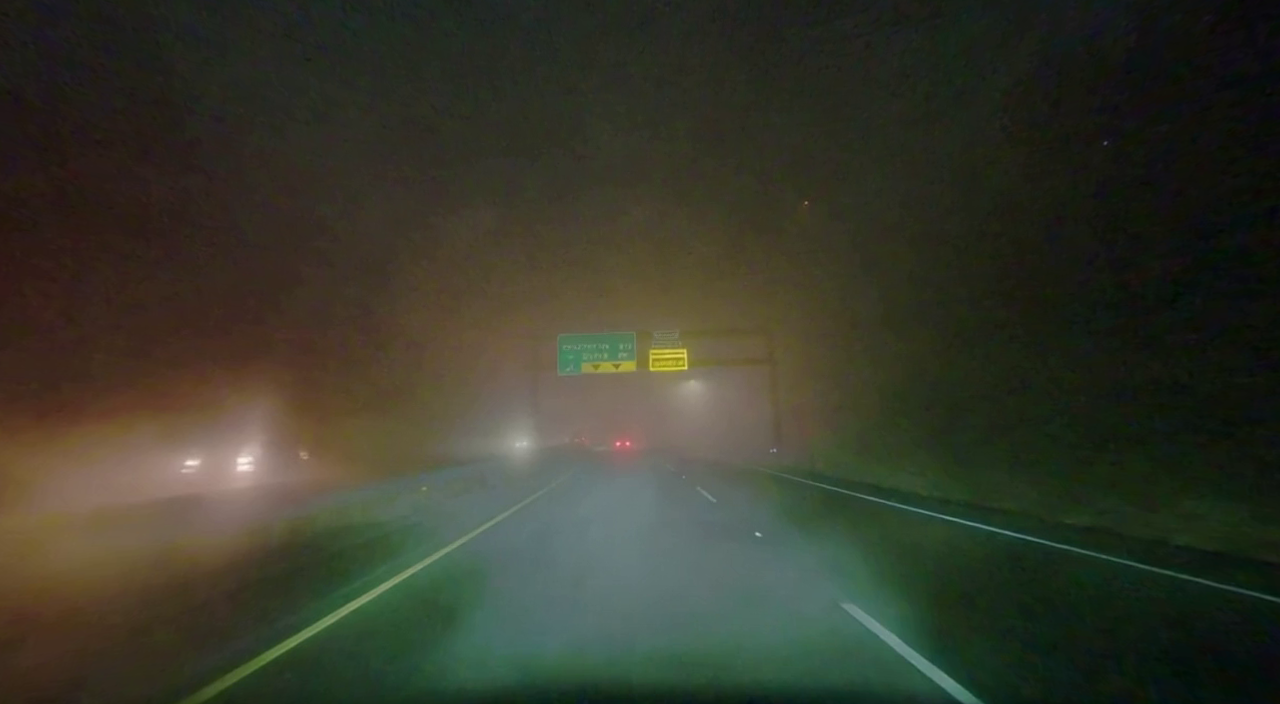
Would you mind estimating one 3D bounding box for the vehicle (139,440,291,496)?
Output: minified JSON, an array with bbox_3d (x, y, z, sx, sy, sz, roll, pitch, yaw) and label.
[{"bbox_3d":[-12.970,3.510,19.576,1.838,1.523,4.224,0,-8,-1],"label":"vehicle"}]
